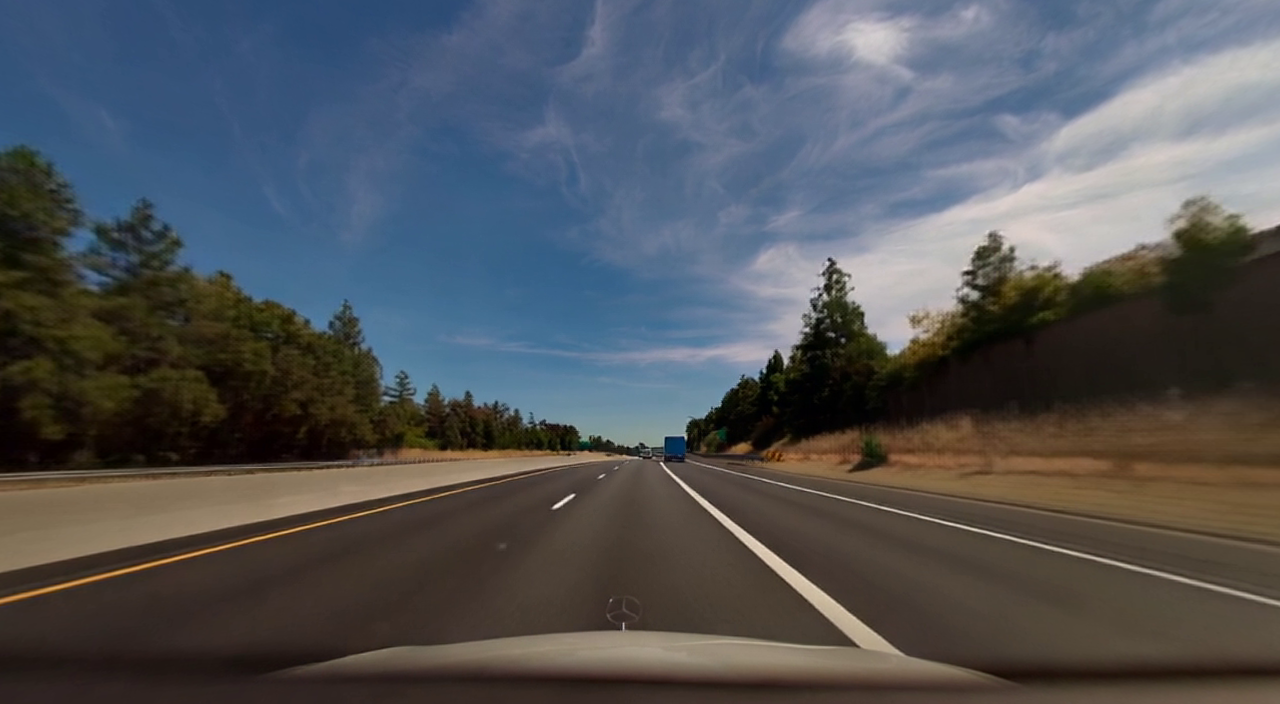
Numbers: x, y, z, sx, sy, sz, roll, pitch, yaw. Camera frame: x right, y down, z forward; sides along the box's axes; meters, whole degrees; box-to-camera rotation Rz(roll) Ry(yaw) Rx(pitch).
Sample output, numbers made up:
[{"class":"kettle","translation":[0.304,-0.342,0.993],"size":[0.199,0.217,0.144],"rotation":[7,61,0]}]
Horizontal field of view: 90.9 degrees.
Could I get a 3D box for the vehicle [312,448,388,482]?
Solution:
[{"class":"vehicle","translation":[-15.283,5.943,33.489],"size":[1.895,1.656,4.361],"rotation":[0,-9,1]}]
